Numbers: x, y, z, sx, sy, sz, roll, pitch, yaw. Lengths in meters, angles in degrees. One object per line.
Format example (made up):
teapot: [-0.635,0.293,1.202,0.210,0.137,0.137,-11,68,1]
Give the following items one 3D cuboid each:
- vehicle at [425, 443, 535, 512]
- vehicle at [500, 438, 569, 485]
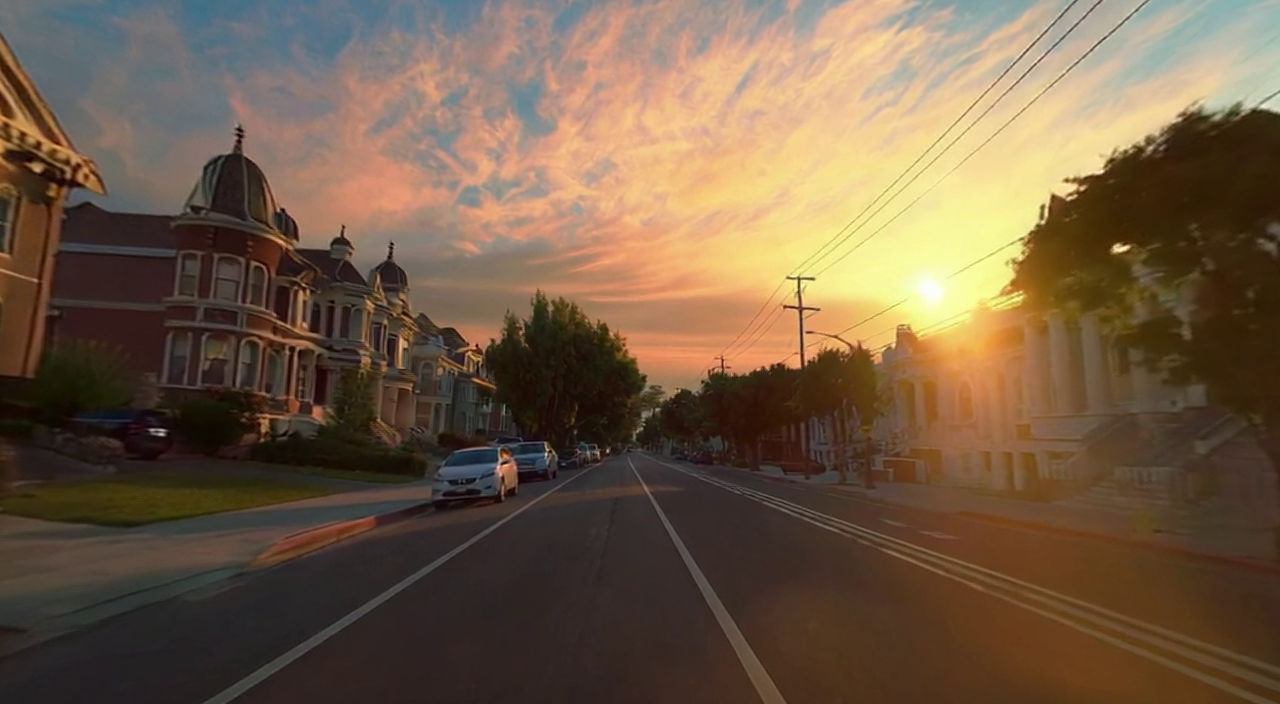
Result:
vehicle: [-4.039,3.216,16.769,1.825,1.542,4.715,0,-9,-2]
vehicle: [-4.637,4.933,28.698,2.189,1.887,5.616,0,-9,-1]
